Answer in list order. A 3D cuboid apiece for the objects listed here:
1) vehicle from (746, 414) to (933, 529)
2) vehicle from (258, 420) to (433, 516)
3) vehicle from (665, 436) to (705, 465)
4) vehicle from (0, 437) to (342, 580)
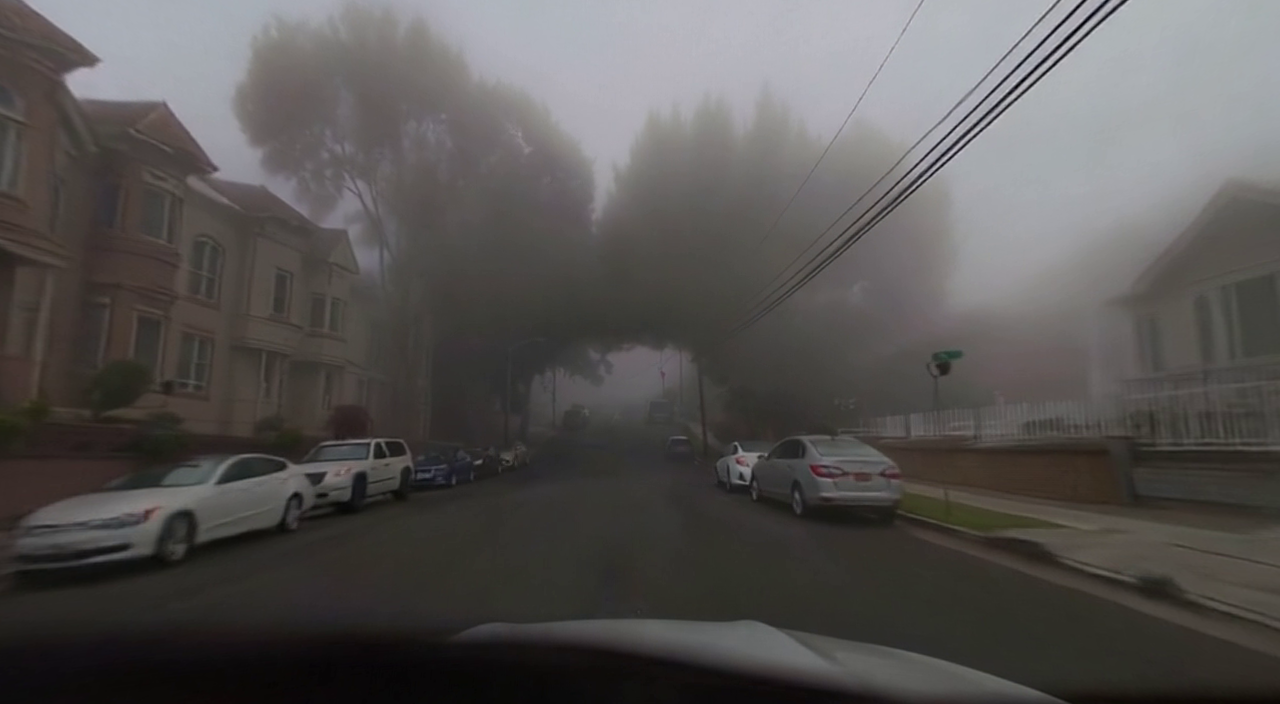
[{"bbox_3d":[3.425,2.159,11.942,1.952,1.738,4.518,0,-8,-2],"label":"vehicle"},{"bbox_3d":[-6.210,2.556,14.024,1.830,1.750,4.502,1,-10,-2],"label":"vehicle"},{"bbox_3d":[2.665,5.979,38.463,1.966,1.620,4.187,0,-8,-3],"label":"vehicle"},{"bbox_3d":[-6.074,1.968,8.792,2.003,1.489,4.051,0,-8,-3],"label":"vehicle"}]
